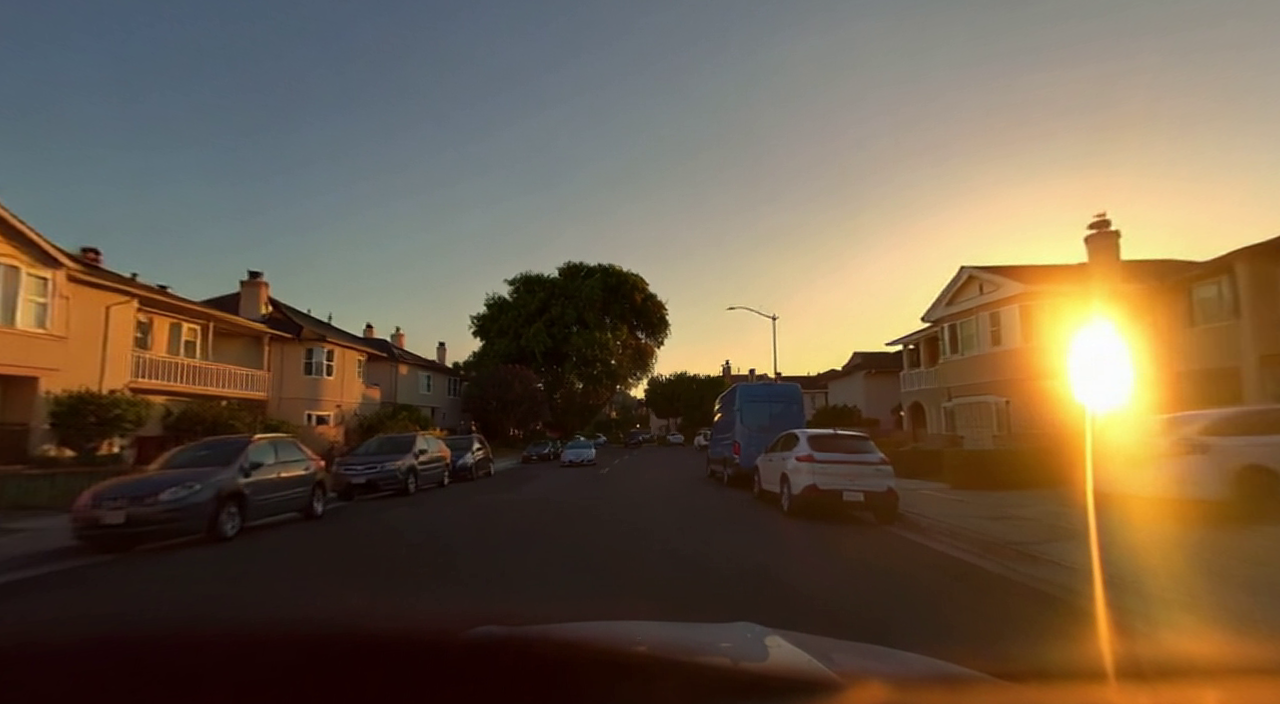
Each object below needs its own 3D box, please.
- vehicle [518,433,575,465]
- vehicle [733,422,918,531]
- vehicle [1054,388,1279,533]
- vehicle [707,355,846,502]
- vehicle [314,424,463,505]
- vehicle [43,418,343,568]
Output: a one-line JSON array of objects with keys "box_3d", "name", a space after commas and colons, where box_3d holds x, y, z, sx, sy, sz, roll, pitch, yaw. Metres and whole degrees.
[{"box_3d": [-4.652, 4.859, 31.886, 1.941, 1.515, 3.995, -1, -8, 5], "name": "vehicle"}, {"box_3d": [2.911, 2.034, 11.015, 1.955, 1.500, 4.410, 0, -8, 1], "name": "vehicle"}, {"box_3d": [8.188, 1.348, 8.277, 4.511, 1.528, 1.992, 2, -8, -15], "name": "vehicle"}, {"box_3d": [3.210, 2.027, 16.573, 2.317, 3.096, 6.383, 0, -8, 1], "name": "vehicle"}, {"box_3d": [-5.785, 2.558, 15.004, 1.834, 1.532, 3.628, 3, -6, 3], "name": "vehicle"}, {"box_3d": [-5.860, 1.790, 8.844, 1.734, 1.549, 3.465, -4, -7, -1], "name": "vehicle"}]
